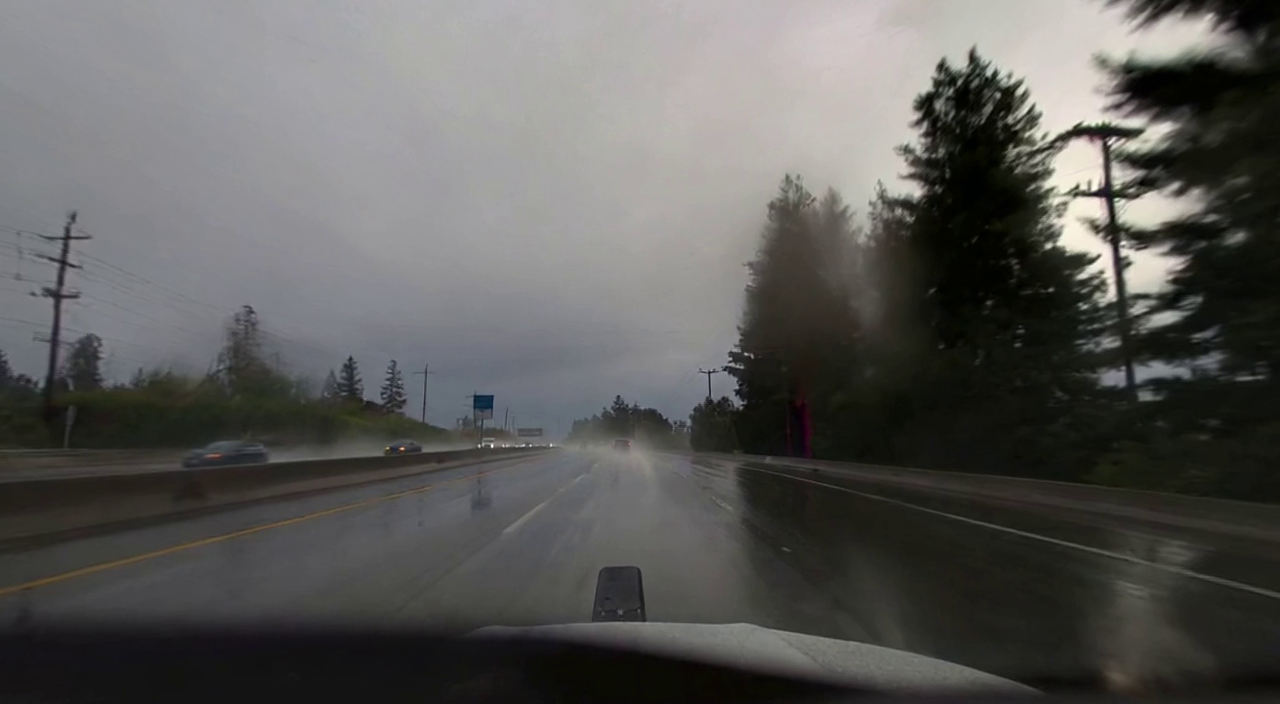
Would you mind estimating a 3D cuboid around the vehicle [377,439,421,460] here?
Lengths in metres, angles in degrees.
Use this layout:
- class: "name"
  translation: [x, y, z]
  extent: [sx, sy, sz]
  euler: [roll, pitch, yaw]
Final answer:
- class: "vehicle"
  translation: [-18.878, 7.664, 49.683]
  extent: [1.924, 1.616, 4.019]
  euler: [0, -8, -2]

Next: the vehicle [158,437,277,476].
- class: "vehicle"
  translation: [-17.796, 4.420, 26.925]
  extent: [1.895, 1.490, 4.684]
  euler: [0, -8, -1]
